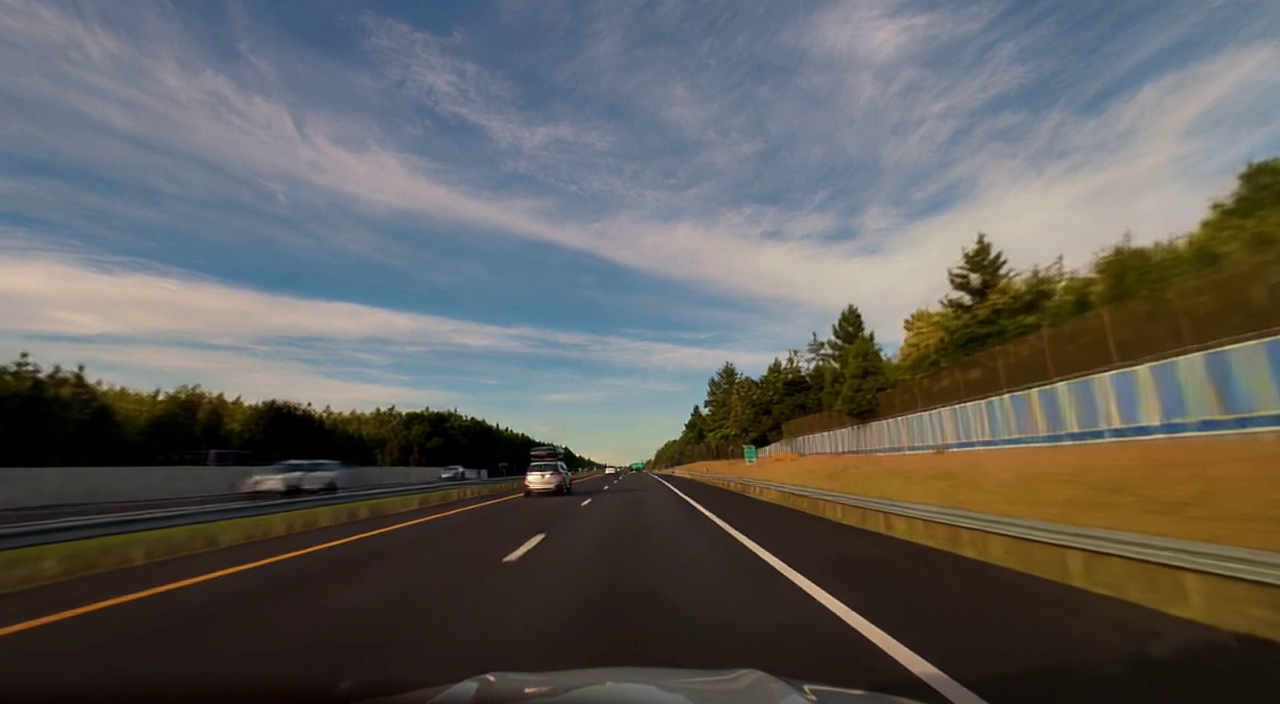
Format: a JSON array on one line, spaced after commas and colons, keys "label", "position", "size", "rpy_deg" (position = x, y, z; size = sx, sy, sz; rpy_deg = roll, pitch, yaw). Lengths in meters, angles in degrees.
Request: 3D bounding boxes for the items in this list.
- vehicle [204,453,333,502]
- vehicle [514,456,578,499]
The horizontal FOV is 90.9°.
[{"label": "vehicle", "position": [-12.745, 4.342, 21.964], "size": [1.862, 1.501, 4.229], "rpy_deg": [1, -10, 0]}, {"label": "vehicle", "position": [-3.945, 5.383, 27.246], "size": [2.022, 1.650, 4.331], "rpy_deg": [0, -10, 1]}]
